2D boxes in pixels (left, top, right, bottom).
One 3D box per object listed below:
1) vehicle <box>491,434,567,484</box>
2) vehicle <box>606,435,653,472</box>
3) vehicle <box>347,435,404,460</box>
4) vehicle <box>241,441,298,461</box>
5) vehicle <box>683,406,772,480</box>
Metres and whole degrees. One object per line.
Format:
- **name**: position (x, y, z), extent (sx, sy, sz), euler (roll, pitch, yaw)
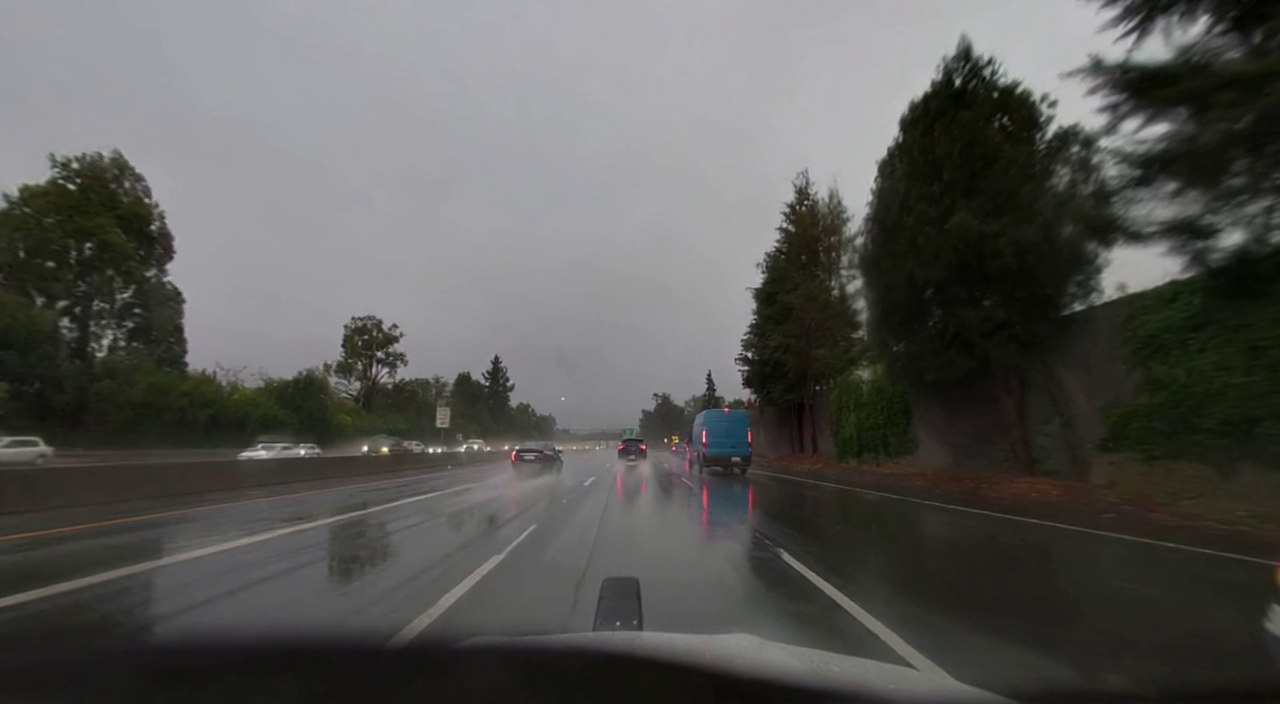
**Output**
- **vehicle**: position (-4.054, 3.995, 23.842), extent (2.023, 1.709, 4.263), euler (0, -8, 1)
- **vehicle**: position (-0.563, 5.261, 32.872), extent (2.297, 1.783, 4.355), euler (0, -8, -1)
- **vehicle**: position (-17.095, 6.210, 40.968), extent (2.134, 1.538, 3.622), euler (0, -8, 0)
- **vehicle**: position (-28.631, 7.654, 48.971), extent (1.846, 1.475, 4.167), euler (0, -8, 0)
- **vehicle**: position (3.468, 3.840, 26.676), extent (2.631, 2.709, 6.496), euler (0, -8, -1)
